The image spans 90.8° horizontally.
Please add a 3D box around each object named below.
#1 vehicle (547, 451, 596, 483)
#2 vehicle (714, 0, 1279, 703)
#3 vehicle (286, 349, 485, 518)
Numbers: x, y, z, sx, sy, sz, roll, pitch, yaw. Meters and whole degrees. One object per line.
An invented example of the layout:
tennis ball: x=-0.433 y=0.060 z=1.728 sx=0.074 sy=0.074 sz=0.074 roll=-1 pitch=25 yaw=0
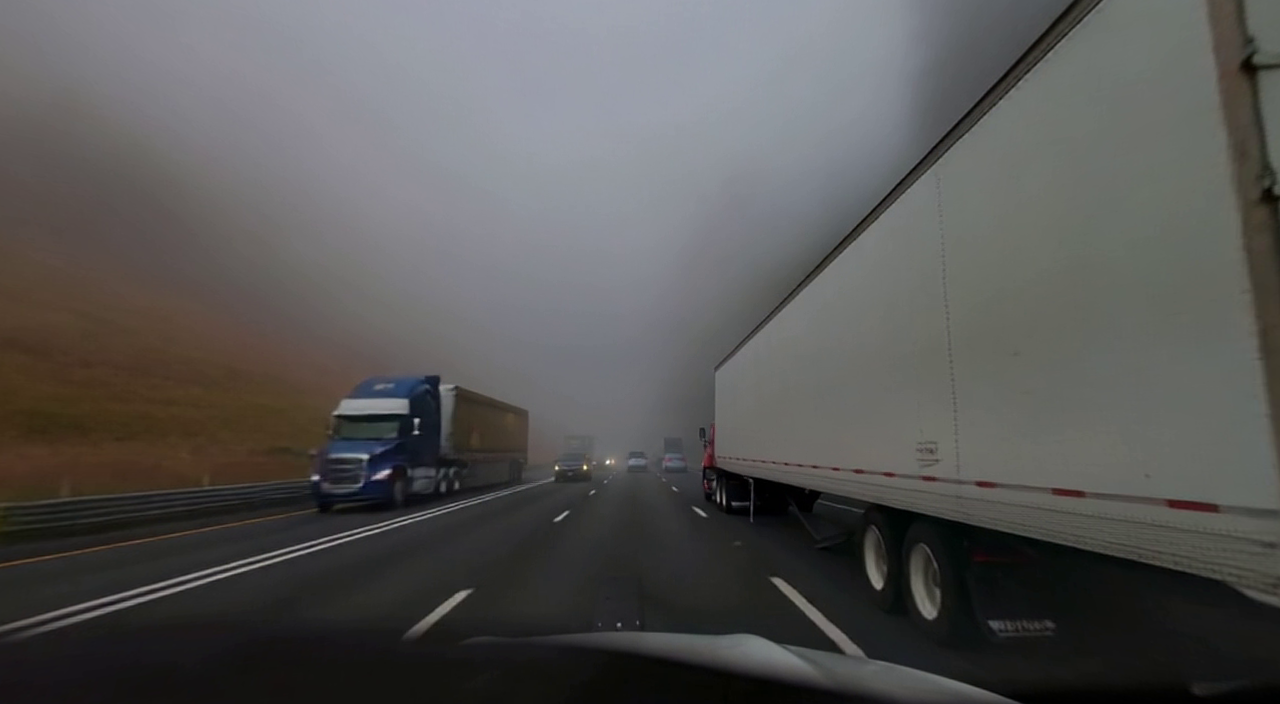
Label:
vehicle: x=-3.629 y=6.206 z=34.284 sx=2.088 sy=1.589 sz=4.464 roll=0 pitch=-9 yaw=1
vehicle: x=3.397 y=0.753 z=8.789 sx=2.845 sy=4.071 sz=14.008 roll=0 pitch=-9 yaw=-1
vehicle: x=-6.705 y=2.342 z=17.865 sx=3.004 sy=3.974 sz=5.891 roll=0 pitch=-9 yaw=0
